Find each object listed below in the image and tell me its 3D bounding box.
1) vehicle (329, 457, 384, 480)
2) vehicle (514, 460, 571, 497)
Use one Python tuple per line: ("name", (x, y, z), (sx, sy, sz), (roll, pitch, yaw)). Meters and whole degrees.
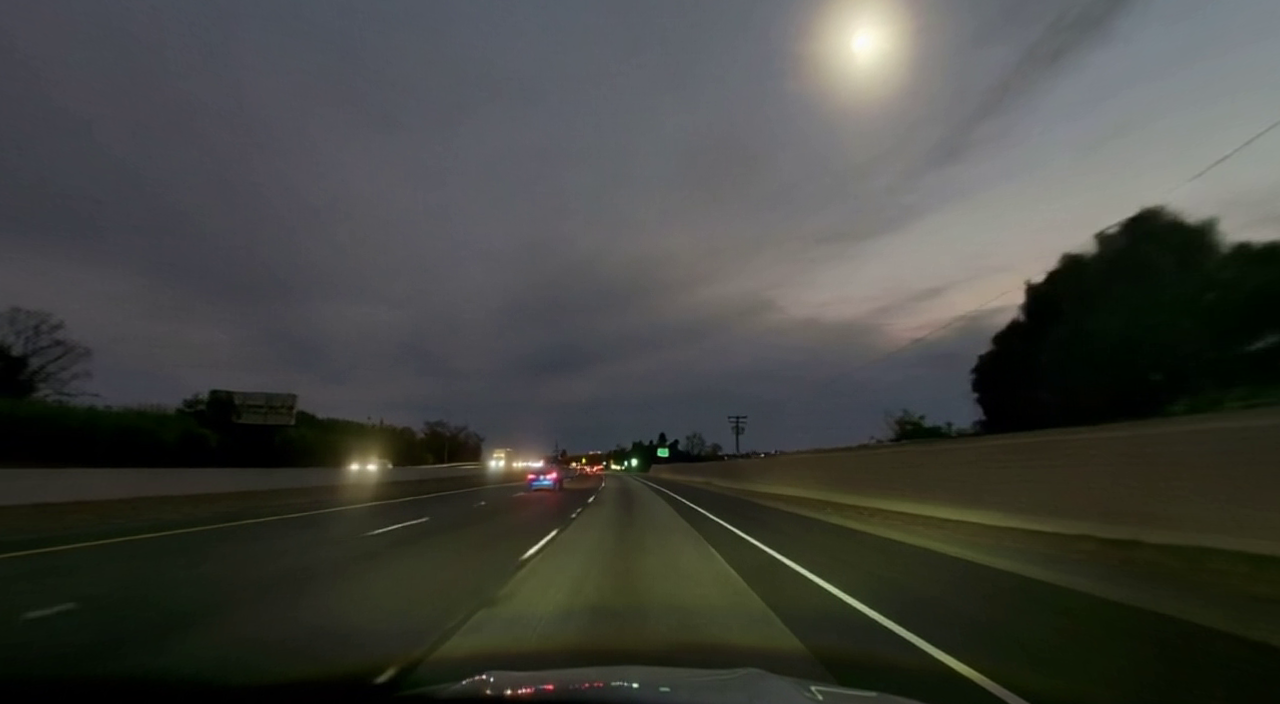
("vehicle", (-20.551, 8.465, 45.880), (1.830, 1.506, 4.791), (1, -10, -1))
("vehicle", (-4.940, 6.518, 32.625), (2.194, 1.704, 4.421), (1, -10, 0))
